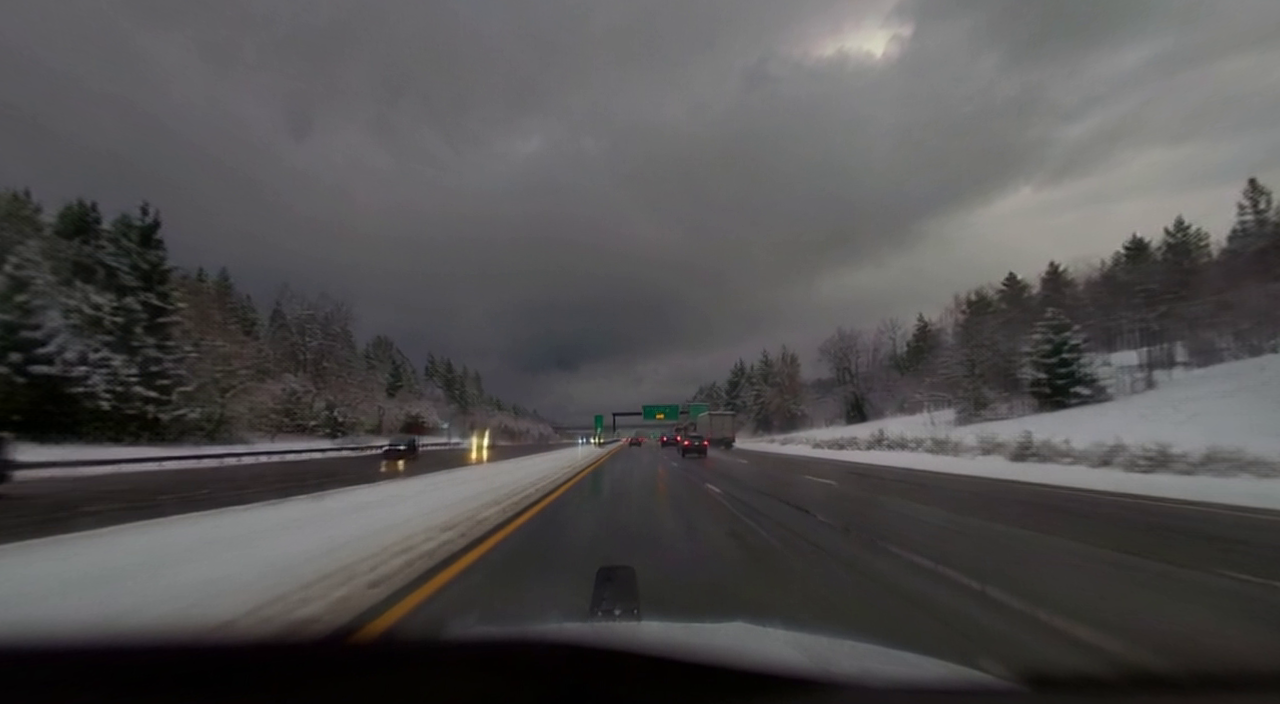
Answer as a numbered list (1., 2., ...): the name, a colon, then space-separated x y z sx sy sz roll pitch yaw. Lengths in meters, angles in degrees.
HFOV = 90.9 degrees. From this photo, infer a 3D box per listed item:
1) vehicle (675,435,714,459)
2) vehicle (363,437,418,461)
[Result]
1. vehicle: 3.555 6.295 41.972 1.986 1.501 4.529 0 -8 -2
2. vehicle: -17.024 6.597 43.205 1.972 1.537 4.368 0 -8 0
